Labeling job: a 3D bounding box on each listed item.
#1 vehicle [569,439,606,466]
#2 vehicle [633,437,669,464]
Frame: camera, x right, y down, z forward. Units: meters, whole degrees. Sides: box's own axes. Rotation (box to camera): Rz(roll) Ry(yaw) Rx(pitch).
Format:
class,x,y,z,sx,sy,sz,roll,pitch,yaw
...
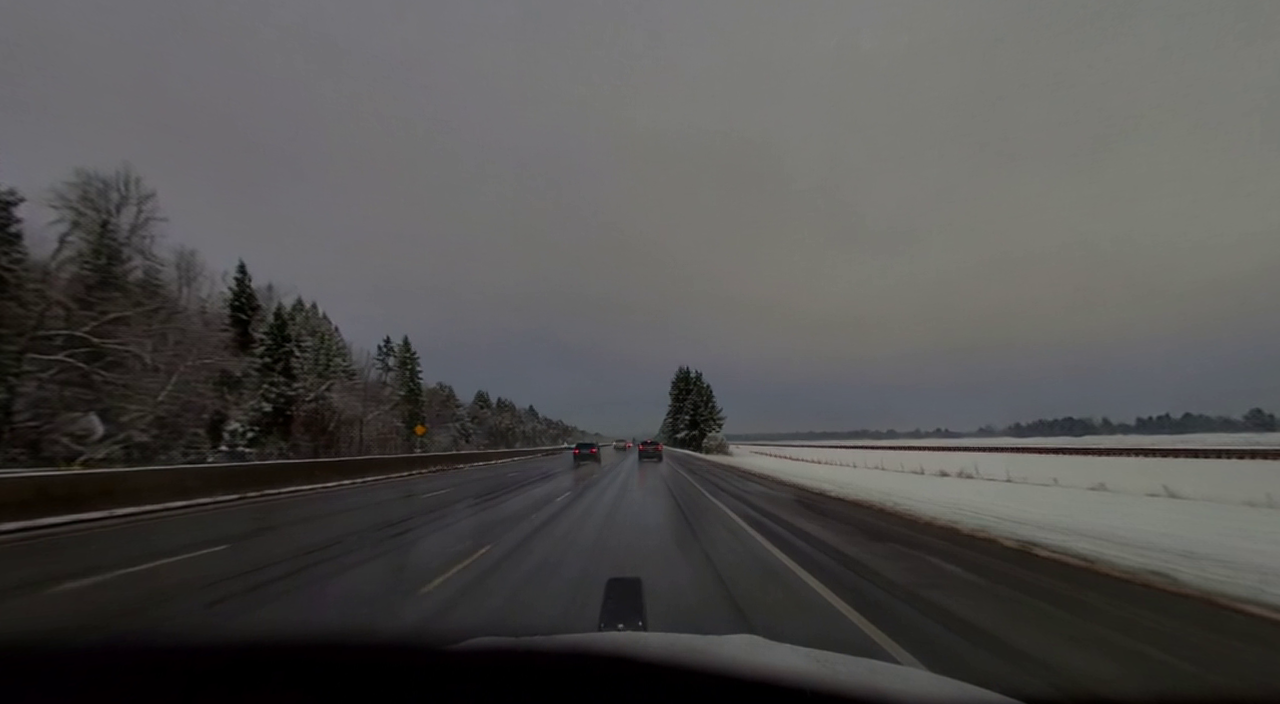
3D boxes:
class,x,y,z,sx,sy,sz,roll,pitch,yaw
vehicle,-3.384,6.558,41.440,2.028,1.634,4.441,-1,-8,1
vehicle,0.720,6.648,42.895,2.259,1.697,4.106,0,-8,0
